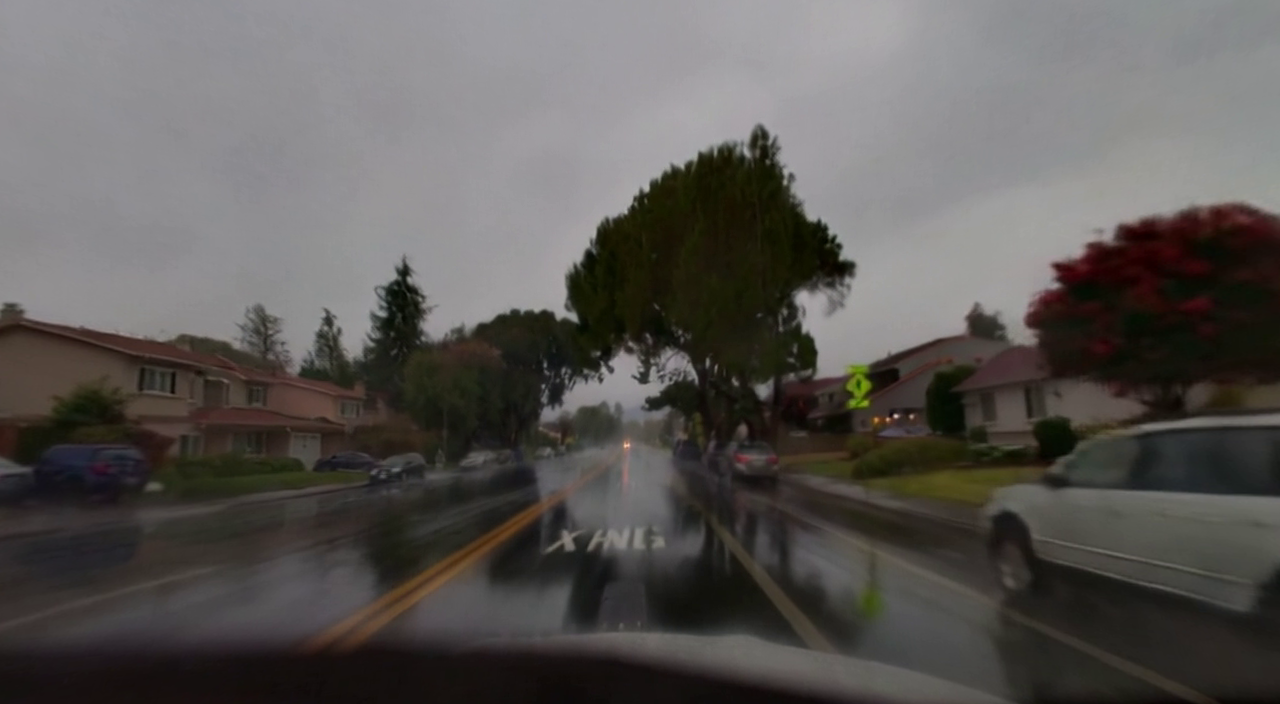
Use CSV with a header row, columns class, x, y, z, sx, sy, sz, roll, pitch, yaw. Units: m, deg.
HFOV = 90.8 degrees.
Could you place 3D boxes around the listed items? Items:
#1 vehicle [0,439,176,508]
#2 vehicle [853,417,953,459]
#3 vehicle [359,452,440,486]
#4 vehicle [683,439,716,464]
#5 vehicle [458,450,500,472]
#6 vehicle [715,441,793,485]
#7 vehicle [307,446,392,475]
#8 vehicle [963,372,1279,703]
class,x,y,z,sx,sy,sz,roll,pitch,yaw
vehicle,-17.617,3.641,19.288,5.764,1.898,2.201,-2,-9,13
vehicle,13.224,4.381,31.963,4.180,1.707,2.083,4,-9,1
vehicle,-11.547,5.631,30.729,2.079,1.509,4.591,0,-9,1
vehicle,4.405,7.455,47.421,1.993,1.743,4.525,0,-9,-1
vehicle,-11.687,7.940,46.151,1.867,1.452,4.331,-1,-9,1
vehicle,4.305,4.298,24.728,1.920,1.541,4.709,0,-9,-3
vehicle,-17.903,6.673,39.037,4.310,1.705,1.905,-1,-9,3
vehicle,4.312,1.112,4.091,2.027,1.751,4.433,0,-9,0
